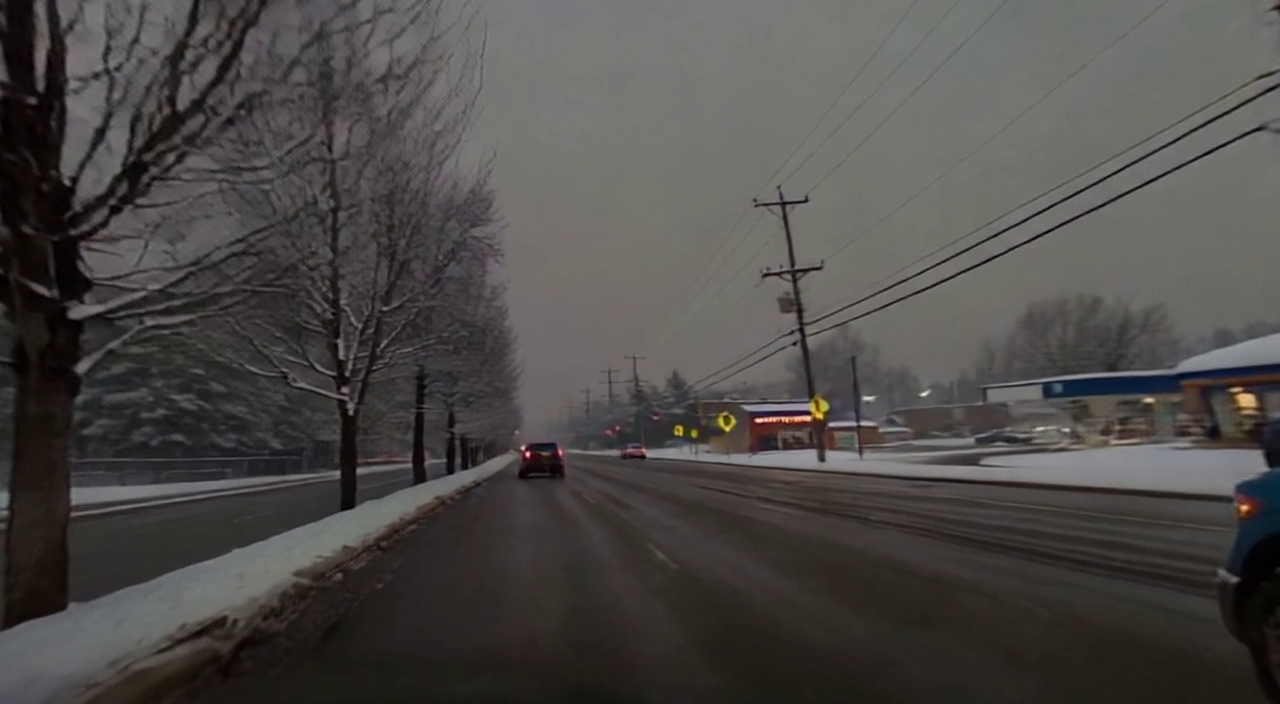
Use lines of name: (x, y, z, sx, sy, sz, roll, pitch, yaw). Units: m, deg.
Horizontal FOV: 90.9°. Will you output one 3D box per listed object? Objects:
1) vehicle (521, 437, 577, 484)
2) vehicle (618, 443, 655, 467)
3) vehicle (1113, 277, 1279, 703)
vehicle: (-4.126, 4.720, 27.823, 2.141, 1.842, 4.889, 1, -8, -11)
vehicle: (-0.315, 6.911, 42.455, 1.760, 1.481, 4.161, 1, -8, -11)
vehicle: (3.459, 0.362, 0.532, 2.036, 1.818, 5.192, 0, -8, 0)
